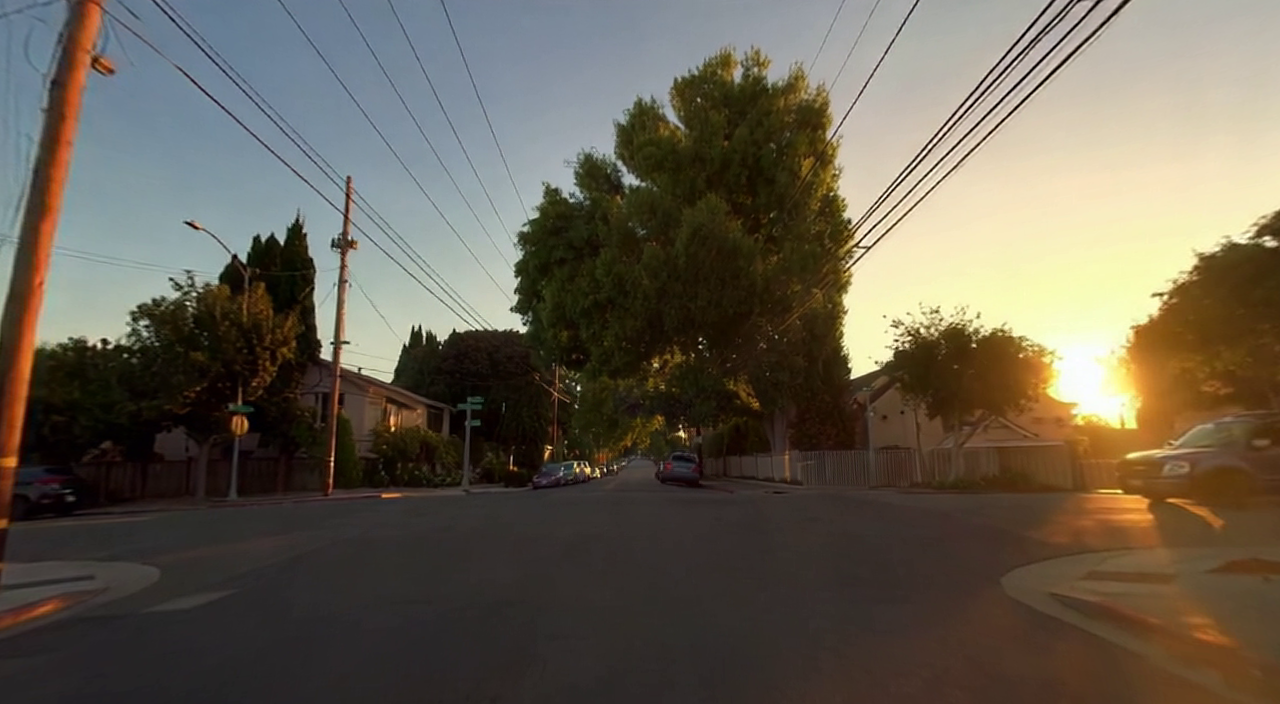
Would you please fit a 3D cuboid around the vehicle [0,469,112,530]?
[{"bbox_3d":[-19.196,4.500,19.482,3.977,1.665,1.976,0,-8,0],"label":"vehicle"}]

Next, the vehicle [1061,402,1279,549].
[{"bbox_3d":[9.668,1.818,9.683,4.677,1.949,2.334,-1,-8,3],"label":"vehicle"}]

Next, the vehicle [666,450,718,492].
[{"bbox_3d":[2.570,5.980,32.163,2.051,1.874,4.459,0,-8,-3],"label":"vehicle"}]

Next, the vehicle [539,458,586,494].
[{"bbox_3d":[-4.297,6.915,35.697,2.189,1.771,4.571,0,-8,-1],"label":"vehicle"}]
